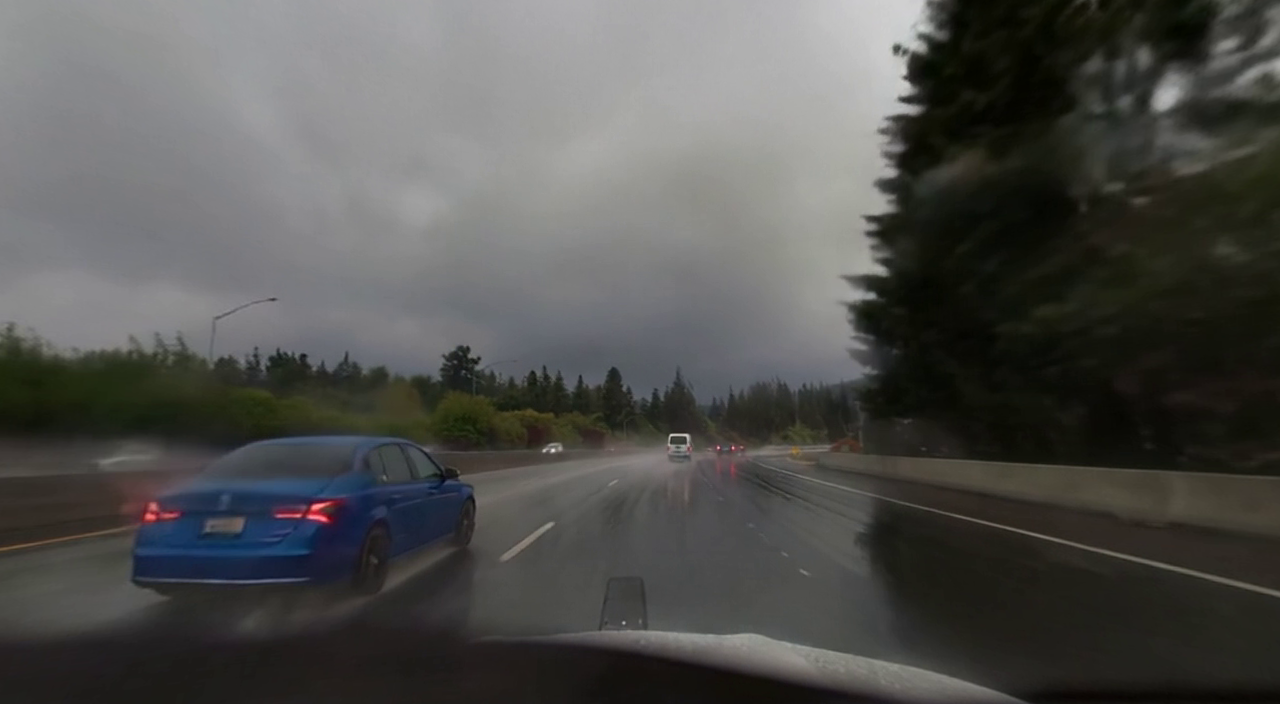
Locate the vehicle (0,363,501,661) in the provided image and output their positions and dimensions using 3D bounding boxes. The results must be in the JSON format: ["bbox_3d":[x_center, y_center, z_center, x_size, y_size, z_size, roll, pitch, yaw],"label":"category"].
[{"bbox_3d":[-3.090,1.336,6.368,2.185,1.823,4.854,0,-9,1],"label":"vehicle"}]

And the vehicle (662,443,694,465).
[{"bbox_3d":[2.699,7.209,44.753,2.158,1.458,3.656,-1,-9,4],"label":"vehicle"}]
